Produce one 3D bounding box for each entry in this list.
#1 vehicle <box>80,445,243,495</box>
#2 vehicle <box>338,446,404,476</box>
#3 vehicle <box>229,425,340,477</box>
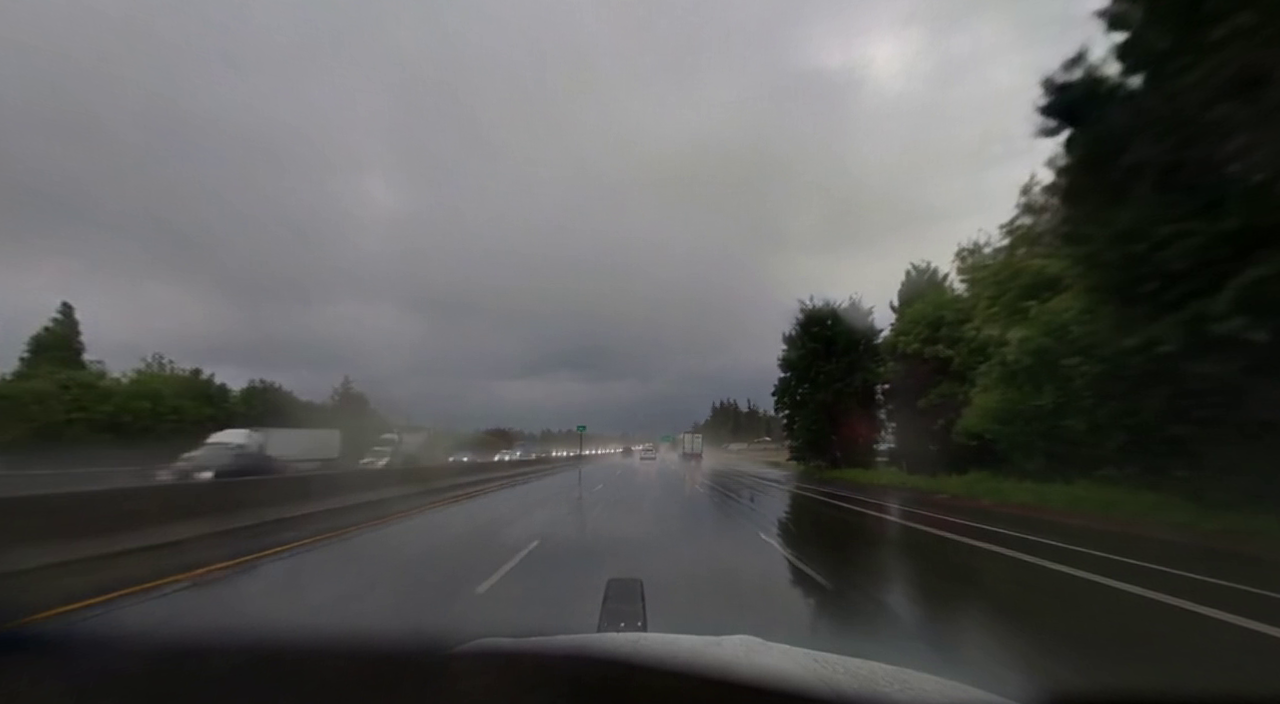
[{"bbox_3d":[-16.280,4.028,21.848,1.903,1.504,4.720,-1,-9,1],"label":"vehicle"},{"bbox_3d":[-15.729,6.392,37.121,1.881,1.593,4.370,0,-9,1],"label":"vehicle"},{"bbox_3d":[-19.957,5.639,35.837,2.556,2.662,6.115,-1,-9,2],"label":"vehicle"}]
